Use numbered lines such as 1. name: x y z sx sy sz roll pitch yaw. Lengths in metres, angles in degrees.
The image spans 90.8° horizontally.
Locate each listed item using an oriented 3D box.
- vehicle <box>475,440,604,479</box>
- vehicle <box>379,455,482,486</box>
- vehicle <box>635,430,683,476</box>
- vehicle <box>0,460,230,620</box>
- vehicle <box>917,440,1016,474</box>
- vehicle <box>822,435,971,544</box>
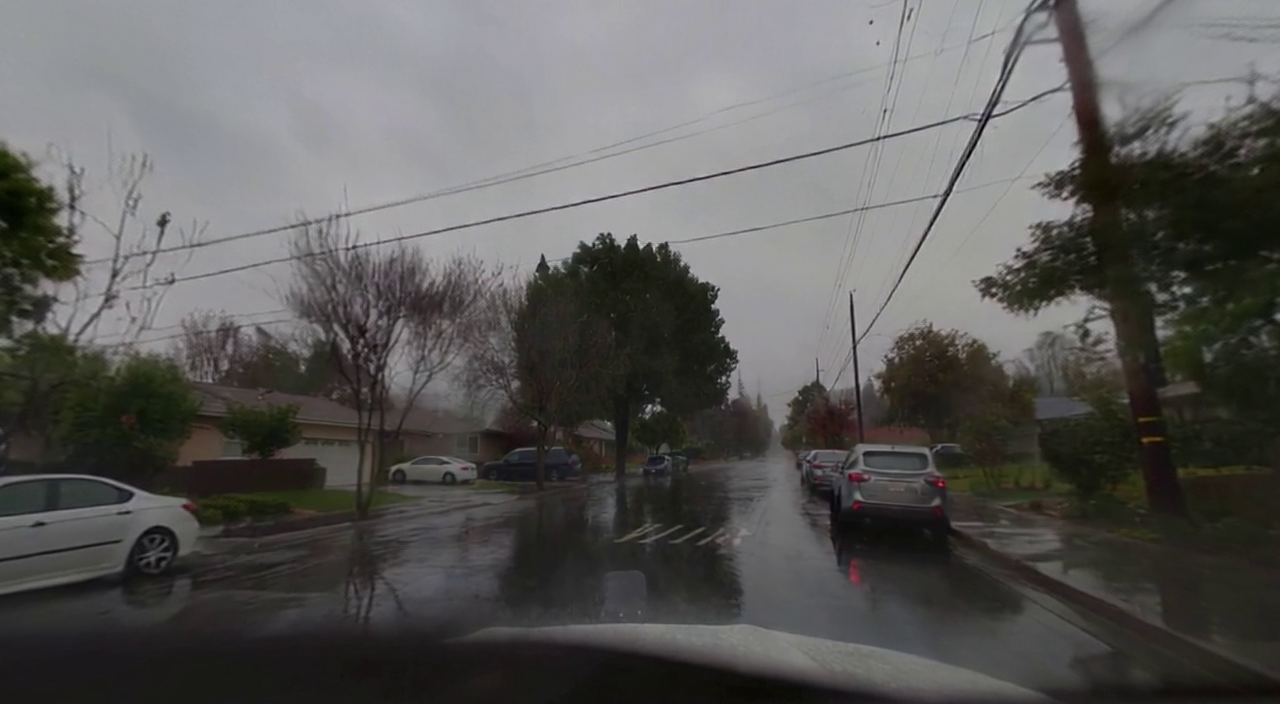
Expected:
1. vehicle: -5.420 5.809 34.314 6.488 2.009 2.354 -2 -9 13
2. vehicle: -10.304 5.835 31.210 4.481 1.420 1.712 -2 -9 10
3. vehicle: 1.378 6.922 43.574 2.199 2.902 5.848 -2 -9 13
4. vehicle: -6.965 1.860 6.379 1.968 1.449 4.502 -2 -9 14
5. vehicle: 16.504 5.338 32.177 4.075 1.674 1.811 -2 -9 14
6. vehicle: 4.255 2.274 11.017 1.908 1.572 3.105 -2 -9 14
